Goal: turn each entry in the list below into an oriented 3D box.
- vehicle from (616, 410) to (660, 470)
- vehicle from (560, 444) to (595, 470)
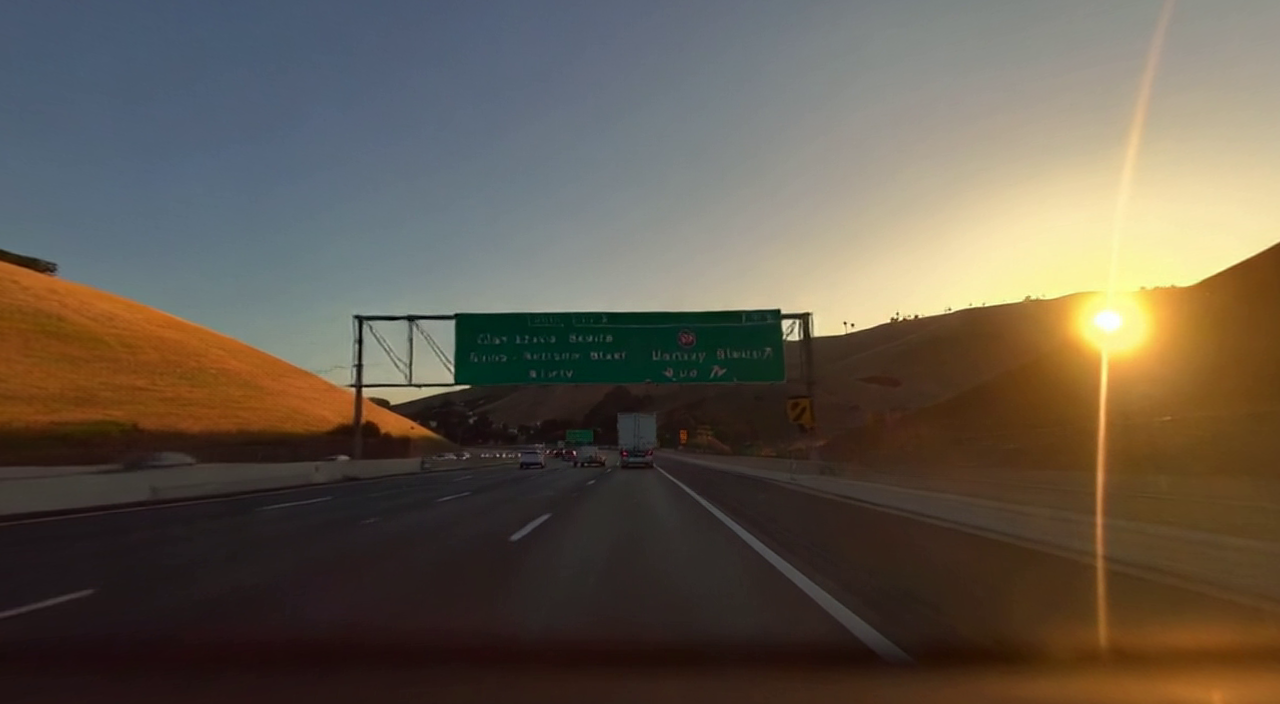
[{"bbox_3d":[-0.076,6.947,49.245,3.039,4.131,11.822,0,-9,0],"label":"vehicle"},{"bbox_3d":[-4.295,7.332,44.198,2.053,1.746,4.508,0,-9,-1],"label":"vehicle"}]
